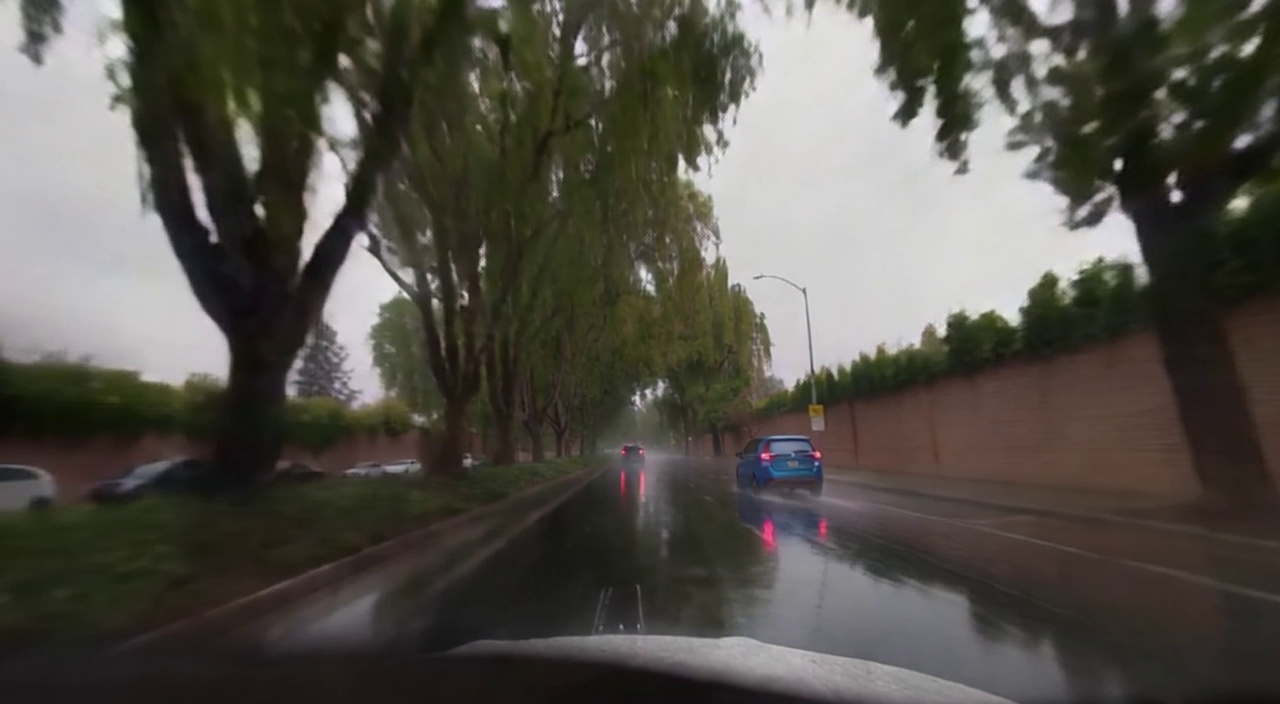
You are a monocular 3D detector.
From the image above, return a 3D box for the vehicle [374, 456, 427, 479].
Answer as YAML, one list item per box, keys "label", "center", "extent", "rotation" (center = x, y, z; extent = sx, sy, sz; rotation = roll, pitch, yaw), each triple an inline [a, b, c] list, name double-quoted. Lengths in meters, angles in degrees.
- label: "vehicle"
  center: [-17.669, 8.527, 46.889]
  extent: [2.071, 1.489, 4.724]
  rotation: [-1, -8, 0]

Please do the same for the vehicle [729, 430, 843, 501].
- label: "vehicle"
  center: [4.049, 3.223, 18.376]
  extent: [2.155, 1.752, 4.456]
  rotation: [0, -8, -1]

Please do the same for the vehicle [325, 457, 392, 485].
- label: "vehicle"
  center: [-17.479, 7.379, 39.472]
  extent: [2.099, 1.558, 4.533]
  rotation: [-1, -8, 0]

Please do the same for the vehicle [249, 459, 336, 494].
- label: "vehicle"
  center: [-17.135, 6.120, 31.394]
  extent: [1.933, 1.494, 4.259]
  rotation: [-1, -8, -1]

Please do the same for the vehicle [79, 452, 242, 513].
- label: "vehicle"
  center: [-17.499, 4.724, 23.499]
  extent: [2.352, 1.857, 4.893]
  rotation: [-4, -9, -2]
